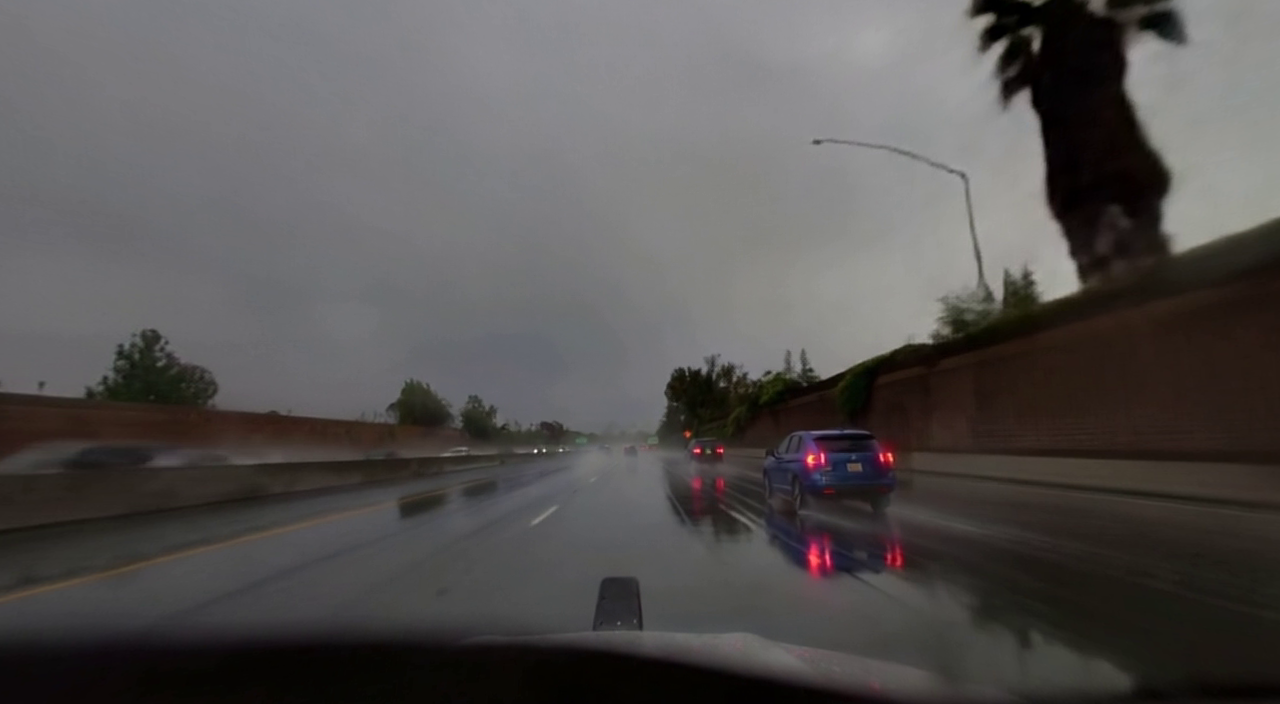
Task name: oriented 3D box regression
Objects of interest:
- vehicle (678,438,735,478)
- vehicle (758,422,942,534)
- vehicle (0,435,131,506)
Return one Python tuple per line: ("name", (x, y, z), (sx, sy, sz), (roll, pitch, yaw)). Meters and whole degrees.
("vehicle", (2.961, 4.868, 29.227), (2.045, 1.688, 4.313), (0, -8, -2))
("vehicle", (3.616, 2.242, 11.828), (1.910, 1.696, 4.187), (0, -8, -1))
("vehicle", (-15.828, 2.896, 15.696), (2.018, 1.635, 5.236), (0, -8, 0))
